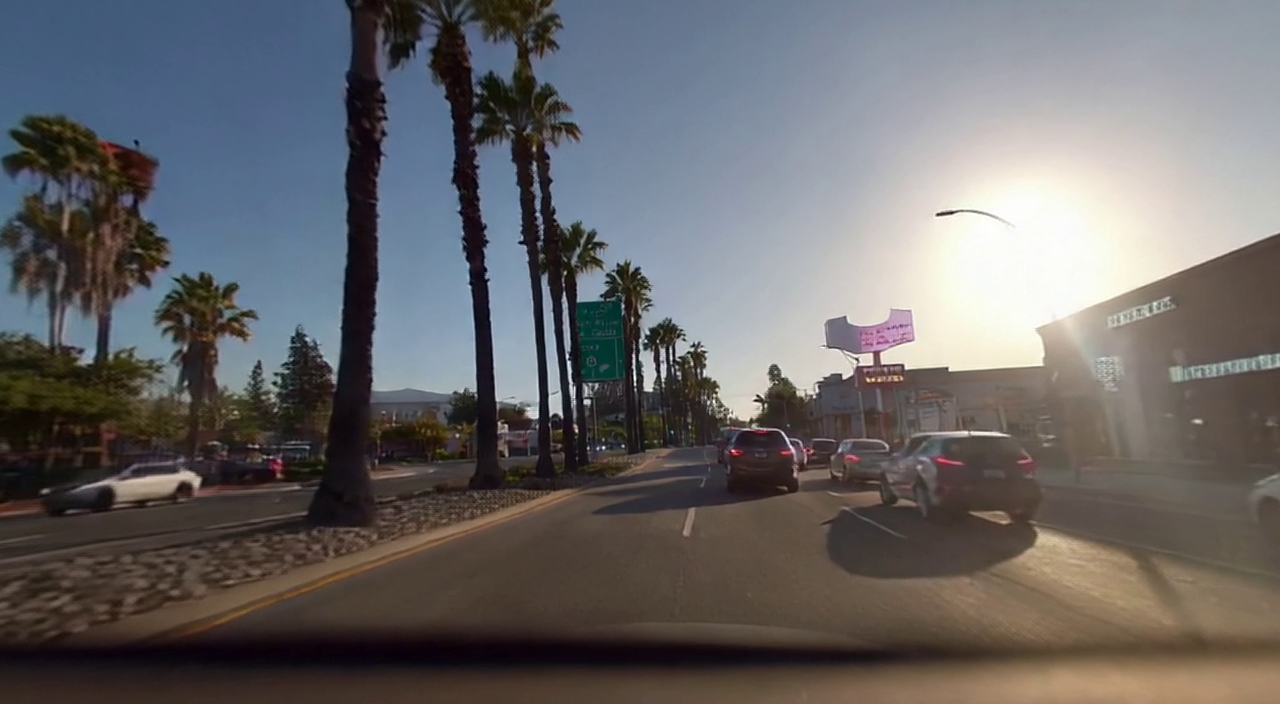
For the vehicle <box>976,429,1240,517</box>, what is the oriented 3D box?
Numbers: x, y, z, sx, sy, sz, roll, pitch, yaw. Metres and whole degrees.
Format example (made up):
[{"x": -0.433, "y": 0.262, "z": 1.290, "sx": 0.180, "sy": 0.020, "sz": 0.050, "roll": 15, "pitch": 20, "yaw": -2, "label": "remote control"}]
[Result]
[{"x": 11.336, "y": 2.949, "z": 15.978, "sx": 2.348, "sy": 1.822, "sz": 5.043, "roll": 2, "pitch": -9, "yaw": -9, "label": "vehicle"}]

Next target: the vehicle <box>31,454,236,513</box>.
[{"x": -14.526, "y": 3.752, "z": 18.564, "sx": 1.857, "sy": 1.446, "sz": 4.615, "roll": -1, "pitch": -9, "yaw": 7, "label": "vehicle"}]

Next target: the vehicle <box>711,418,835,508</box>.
[{"x": 3.004, "y": 2.652, "z": 15.520, "sx": 2.428, "sy": 1.816, "sz": 4.959, "roll": -1, "pitch": -9, "yaw": 6, "label": "vehicle"}]

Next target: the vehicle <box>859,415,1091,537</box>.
[{"x": 5.745, "y": 2.173, "z": 11.685, "sx": 2.187, "sy": 1.777, "sz": 4.444, "roll": -1, "pitch": -9, "yaw": 6, "label": "vehicle"}]
